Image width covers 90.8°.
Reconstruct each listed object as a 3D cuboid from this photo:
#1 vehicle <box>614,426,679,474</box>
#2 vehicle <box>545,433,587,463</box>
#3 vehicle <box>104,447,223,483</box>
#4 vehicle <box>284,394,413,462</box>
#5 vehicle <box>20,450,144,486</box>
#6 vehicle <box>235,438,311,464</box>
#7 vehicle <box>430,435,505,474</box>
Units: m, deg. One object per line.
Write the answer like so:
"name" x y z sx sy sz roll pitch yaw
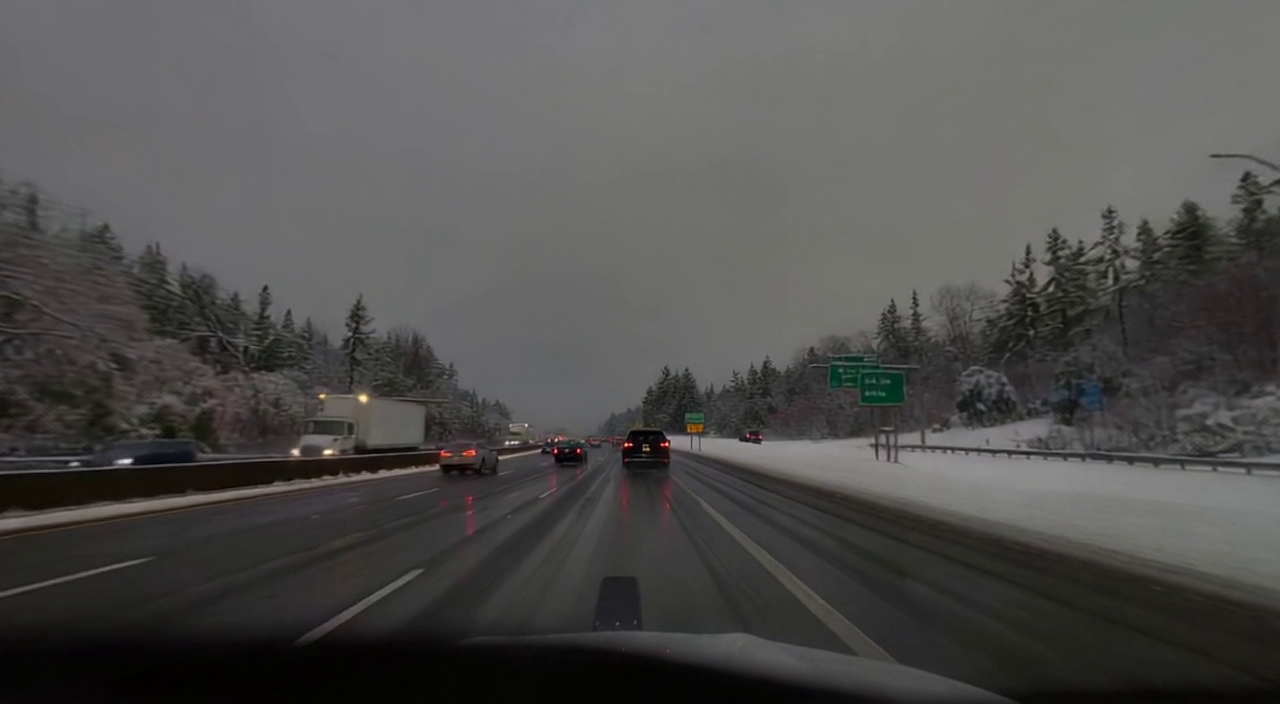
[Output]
"vehicle" 0.184 3.963 25.621 2.378 1.750 4.355 0 -8 -1
"vehicle" -4.393 5.792 38.261 2.044 1.717 4.421 0 -8 0
"vehicle" -21.180 4.994 28.359 1.839 1.455 4.501 0 -8 0
"vehicle" -18.099 5.016 40.490 3.029 3.729 11.072 0 -8 -1
"vehicle" -25.069 5.191 28.607 1.873 1.435 4.122 0 -8 0
"vehicle" -25.401 6.872 43.997 1.861 1.717 5.766 0 -8 -1
"vehicle" -7.890 4.731 29.435 2.195 1.652 4.733 0 -8 0
